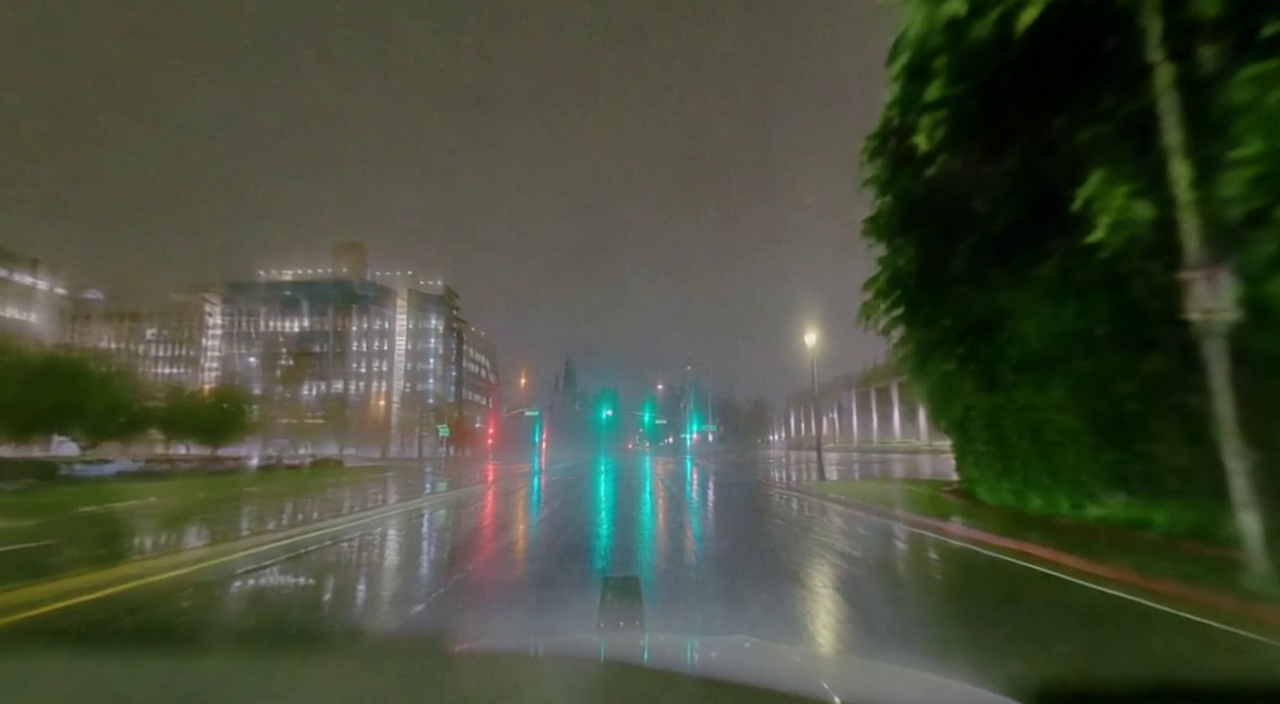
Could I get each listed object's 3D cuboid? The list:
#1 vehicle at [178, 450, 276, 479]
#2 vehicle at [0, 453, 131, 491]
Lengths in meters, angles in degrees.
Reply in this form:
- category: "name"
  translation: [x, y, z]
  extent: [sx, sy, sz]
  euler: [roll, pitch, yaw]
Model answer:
- category: "vehicle"
  translation: [-24.612, 6.692, 37.809]
  extent: [4.377, 1.668, 1.977]
  euler: [1, -8, -6]
- category: "vehicle"
  translation: [-24.712, 5.115, 27.059]
  extent: [4.166, 1.517, 1.887]
  euler: [0, -8, 3]
